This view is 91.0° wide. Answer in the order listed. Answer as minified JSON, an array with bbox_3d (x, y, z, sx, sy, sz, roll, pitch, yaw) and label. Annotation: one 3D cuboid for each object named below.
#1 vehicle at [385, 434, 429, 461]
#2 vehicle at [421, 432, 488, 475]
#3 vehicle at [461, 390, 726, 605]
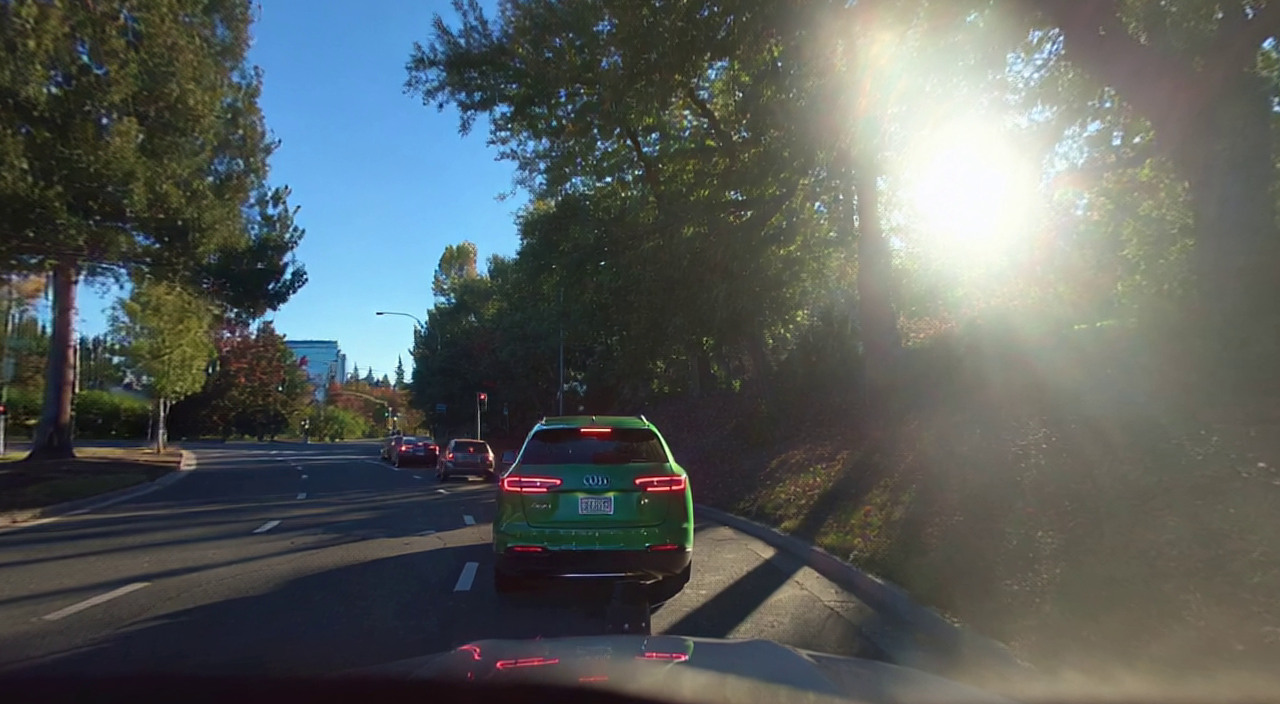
[{"bbox_3d":[-13.737,5.595,36.908,1.863,1.488,4.426,4,-9,-26],"label":"vehicle"},{"bbox_3d":[-7.294,3.922,24.491,1.902,1.536,3.662,4,-9,-25],"label":"vehicle"},{"bbox_3d":[-0.682,1.455,7.194,2.134,1.671,4.147,1,-8,-10],"label":"vehicle"}]
